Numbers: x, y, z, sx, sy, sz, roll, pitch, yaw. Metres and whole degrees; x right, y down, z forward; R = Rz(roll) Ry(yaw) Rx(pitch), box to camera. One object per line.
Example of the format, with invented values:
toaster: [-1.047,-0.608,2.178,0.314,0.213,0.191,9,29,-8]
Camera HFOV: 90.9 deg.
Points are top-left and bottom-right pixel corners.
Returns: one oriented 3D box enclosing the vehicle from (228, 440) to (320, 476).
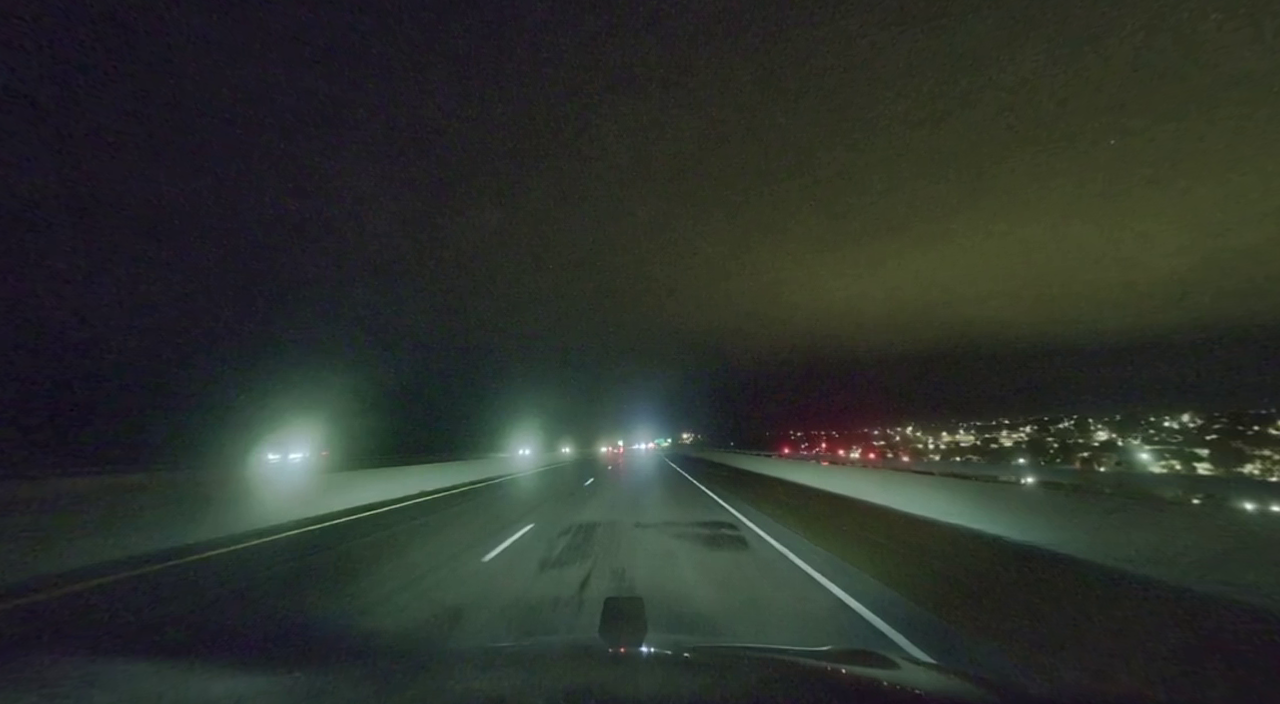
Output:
vehicle: [-22.750,6.594,39.532,2.325,2.086,5.544,0,-8,1]
